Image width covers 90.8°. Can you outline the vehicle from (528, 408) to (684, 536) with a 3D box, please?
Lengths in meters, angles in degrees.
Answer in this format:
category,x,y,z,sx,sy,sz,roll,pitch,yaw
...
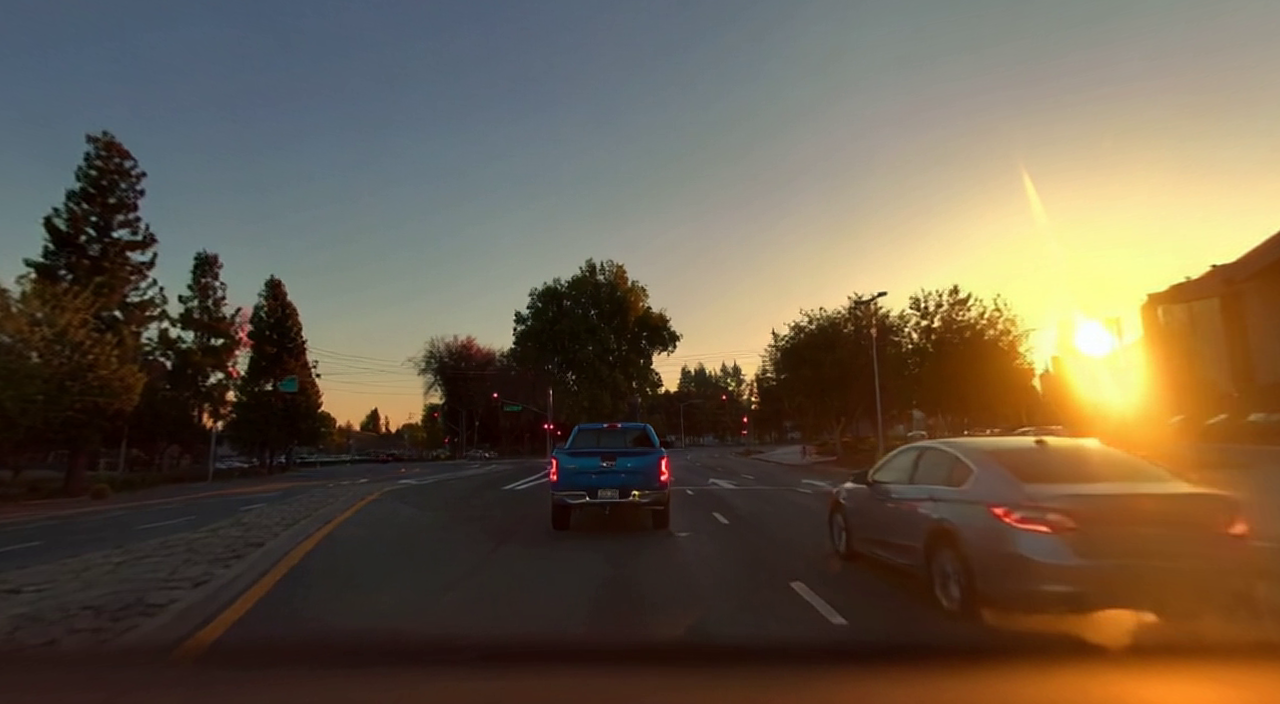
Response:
category,x,y,z,sx,sy,sz,roll,pitch,yaw
vehicle,-0.502,2.004,11.173,2.145,1.762,4.731,0,-8,-1

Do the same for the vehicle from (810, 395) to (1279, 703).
category,x,y,z,sx,sy,sz,roll,pitch,yaw
vehicle,2.951,1.229,4.685,2.073,1.484,4.437,0,-8,-1
